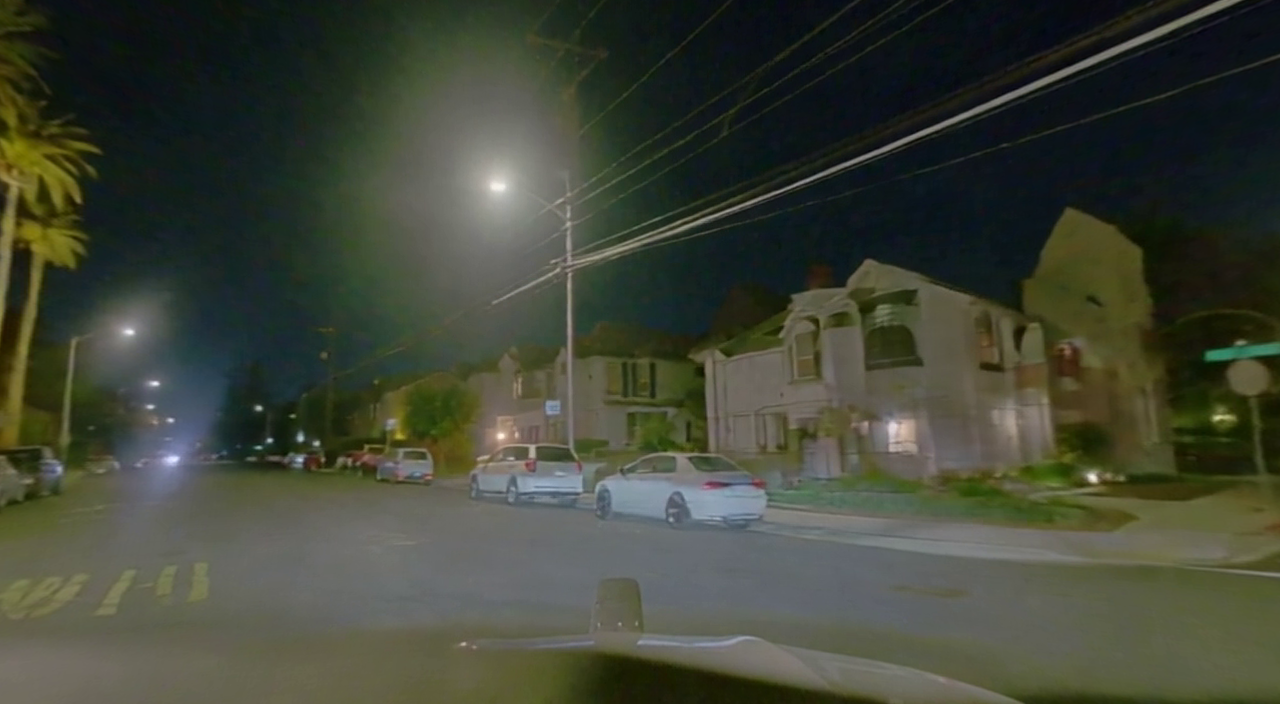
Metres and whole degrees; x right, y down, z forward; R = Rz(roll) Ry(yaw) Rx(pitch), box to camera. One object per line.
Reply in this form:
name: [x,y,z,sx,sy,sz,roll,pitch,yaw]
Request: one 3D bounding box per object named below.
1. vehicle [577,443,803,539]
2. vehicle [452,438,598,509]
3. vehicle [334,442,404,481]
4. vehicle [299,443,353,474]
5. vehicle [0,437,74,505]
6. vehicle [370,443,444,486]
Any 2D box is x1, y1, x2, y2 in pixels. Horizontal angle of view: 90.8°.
vehicle: [0.698,2.442,11.891,1.786,1.437,4.448,6,-10,-35]
vehicle: [-3.221,3.179,17.056,1.943,1.623,4.471,7,-11,-38]
vehicle: [-13.635,5.411,31.642,1.922,1.761,4.633,7,-11,-39]
vehicle: [-20.310,6.814,40.750,2.115,1.826,4.871,6,-11,-37]
vehicle: [-20.344,3.780,20.507,2.300,1.943,5.744,6,-10,-36]
vehicle: [-10.062,4.748,27.051,1.894,1.675,4.294,6,-10,-34]
